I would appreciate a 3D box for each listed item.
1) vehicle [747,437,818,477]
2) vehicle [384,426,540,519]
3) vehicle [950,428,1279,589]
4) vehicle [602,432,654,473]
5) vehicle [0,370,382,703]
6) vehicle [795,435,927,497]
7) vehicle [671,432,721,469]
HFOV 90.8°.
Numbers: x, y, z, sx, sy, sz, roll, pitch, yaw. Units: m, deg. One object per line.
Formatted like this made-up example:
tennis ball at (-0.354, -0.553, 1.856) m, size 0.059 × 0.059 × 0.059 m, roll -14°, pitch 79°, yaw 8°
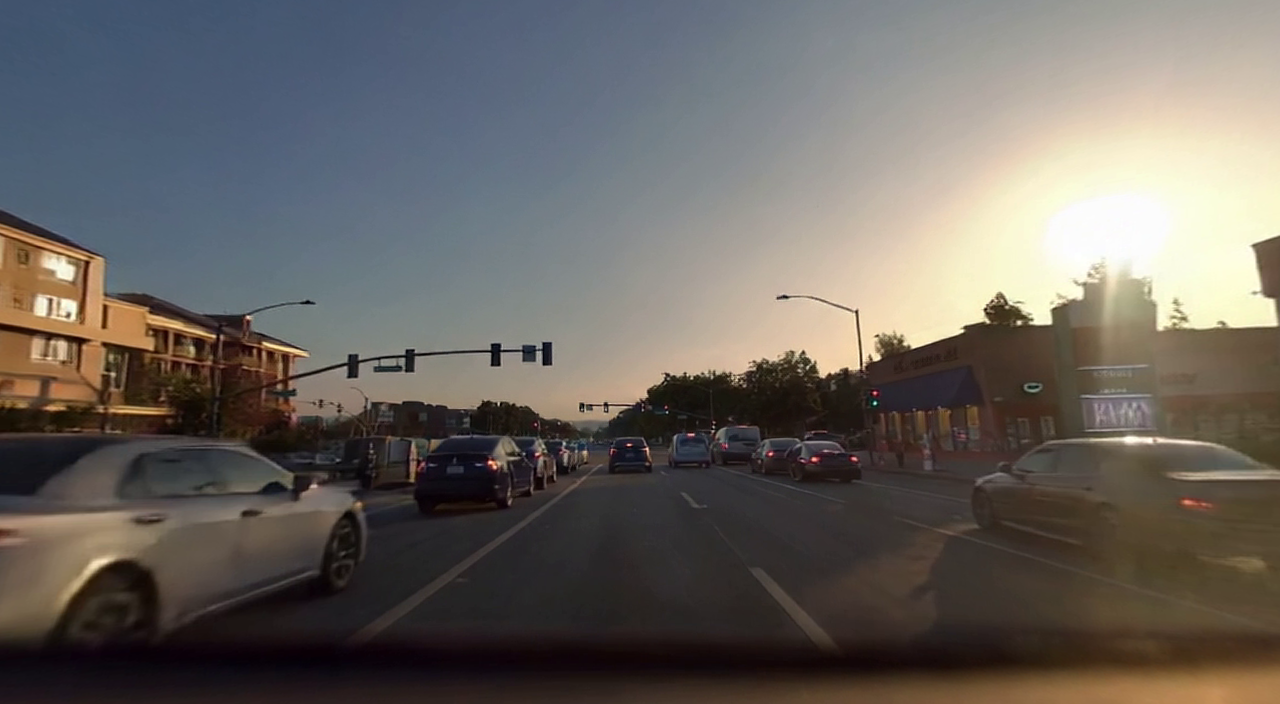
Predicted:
vehicle at (5.940, 4.437, 26.903) m, size 1.884 × 1.522 × 4.557 m, roll 0°, pitch -8°, yaw -1°
vehicle at (-3.507, 2.454, 13.428) m, size 2.063 × 1.625 × 4.290 m, roll 0°, pitch -8°, yaw 0°
vehicle at (6.103, 1.761, 8.073) m, size 2.017 × 1.453 × 4.497 m, roll 0°, pitch -8°, yaw 1°
vehicle at (-0.547, 4.691, 29.569) m, size 2.261 × 1.741 × 4.255 m, roll 0°, pitch -8°, yaw -1°
vehicle at (-3.609, 1.154, 4.367) m, size 1.934 × 1.624 × 3.964 m, roll 0°, pitch -8°, yaw 0°
vehicle at (6.033, 3.164, 17.968) m, size 1.969 × 1.502 × 4.663 m, roll 0°, pitch -8°, yaw -1°
vehicle at (2.785, 5.059, 32.533) m, size 2.018 × 1.779 × 4.338 m, roll 0°, pitch -8°, yaw -2°
